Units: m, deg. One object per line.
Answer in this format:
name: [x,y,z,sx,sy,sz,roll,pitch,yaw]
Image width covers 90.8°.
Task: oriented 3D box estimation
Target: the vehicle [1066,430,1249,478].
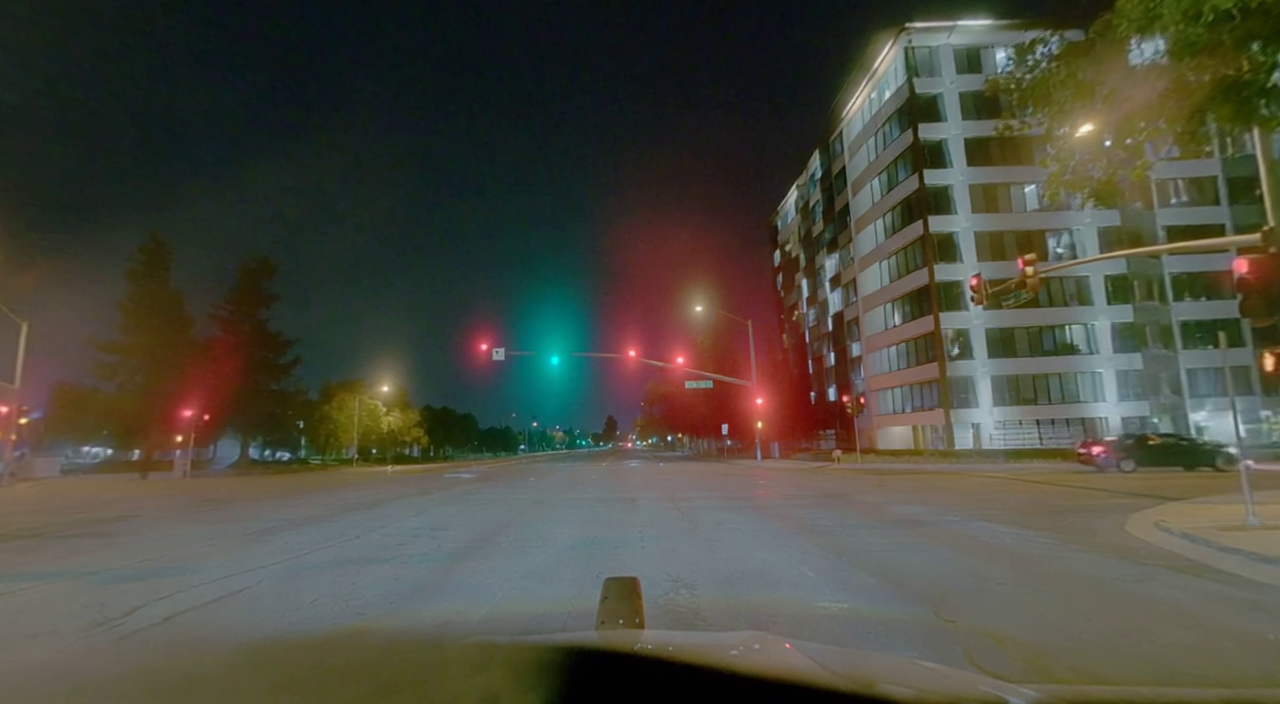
vehicle: [20.760,4.100,25.570,5.357,1.814,2.141,-1,-8,3]
